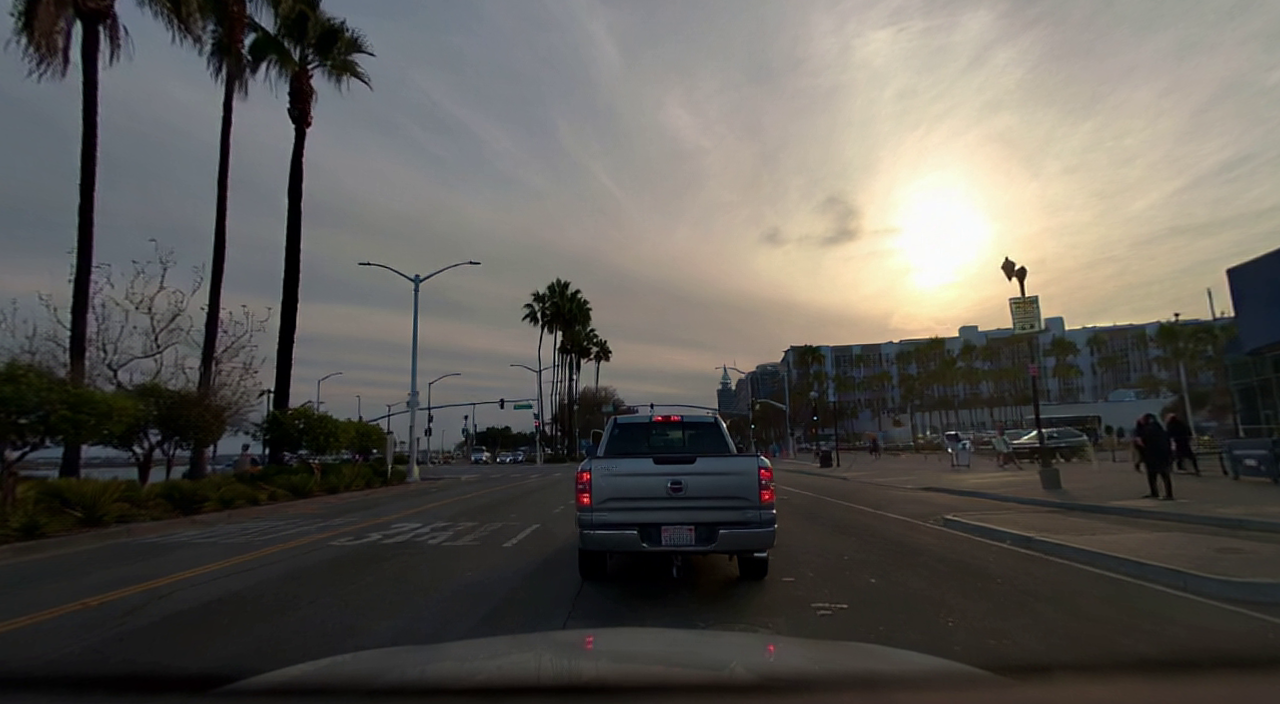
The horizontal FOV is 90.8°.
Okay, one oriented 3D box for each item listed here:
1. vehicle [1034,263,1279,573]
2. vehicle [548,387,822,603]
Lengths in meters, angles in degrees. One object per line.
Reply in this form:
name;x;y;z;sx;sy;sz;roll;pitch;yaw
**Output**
vehicle;7.850;0.909;8.566;2.666;3.345;3.622;-1;-9;6
vehicle;0.419;1.607;8.076;2.311;1.819;5.255;0;-8;1
